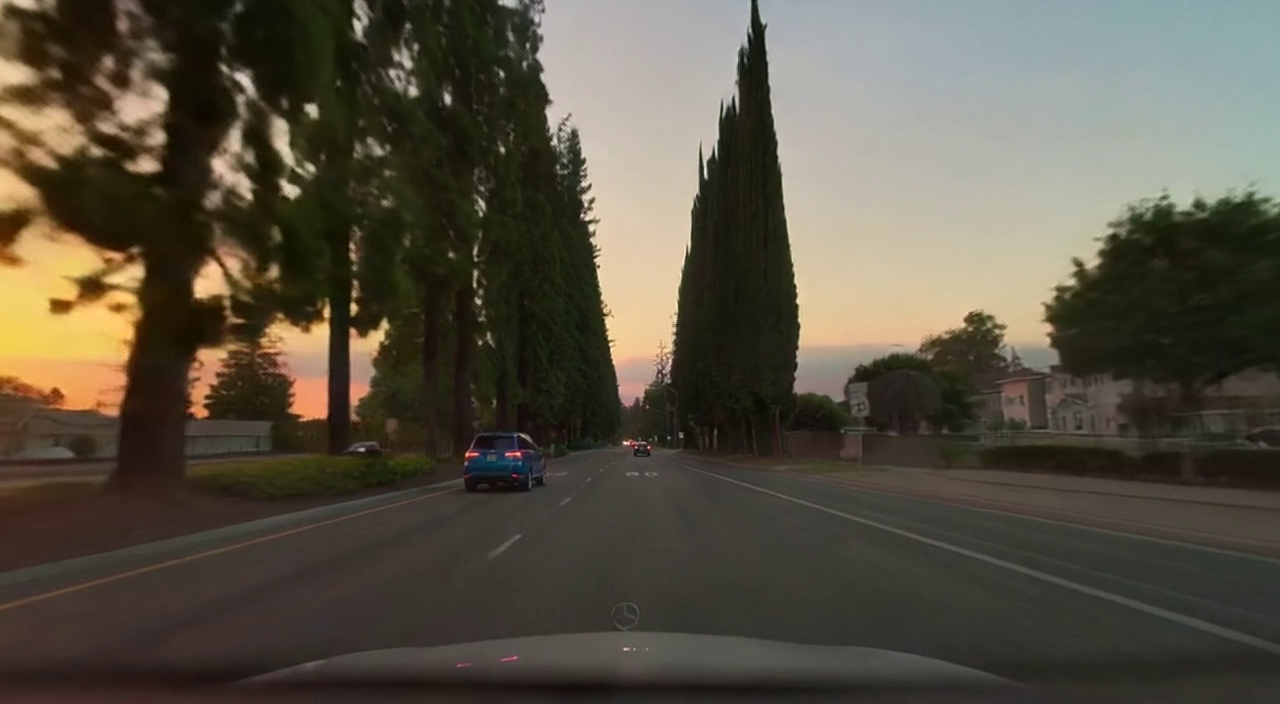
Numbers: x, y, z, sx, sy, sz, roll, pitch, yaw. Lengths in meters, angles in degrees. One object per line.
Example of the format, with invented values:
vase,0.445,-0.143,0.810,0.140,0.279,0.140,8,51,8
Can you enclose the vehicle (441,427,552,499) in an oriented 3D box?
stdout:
vehicle,-3.794,3.017,17.539,2.078,1.748,4.279,0,-8,0
